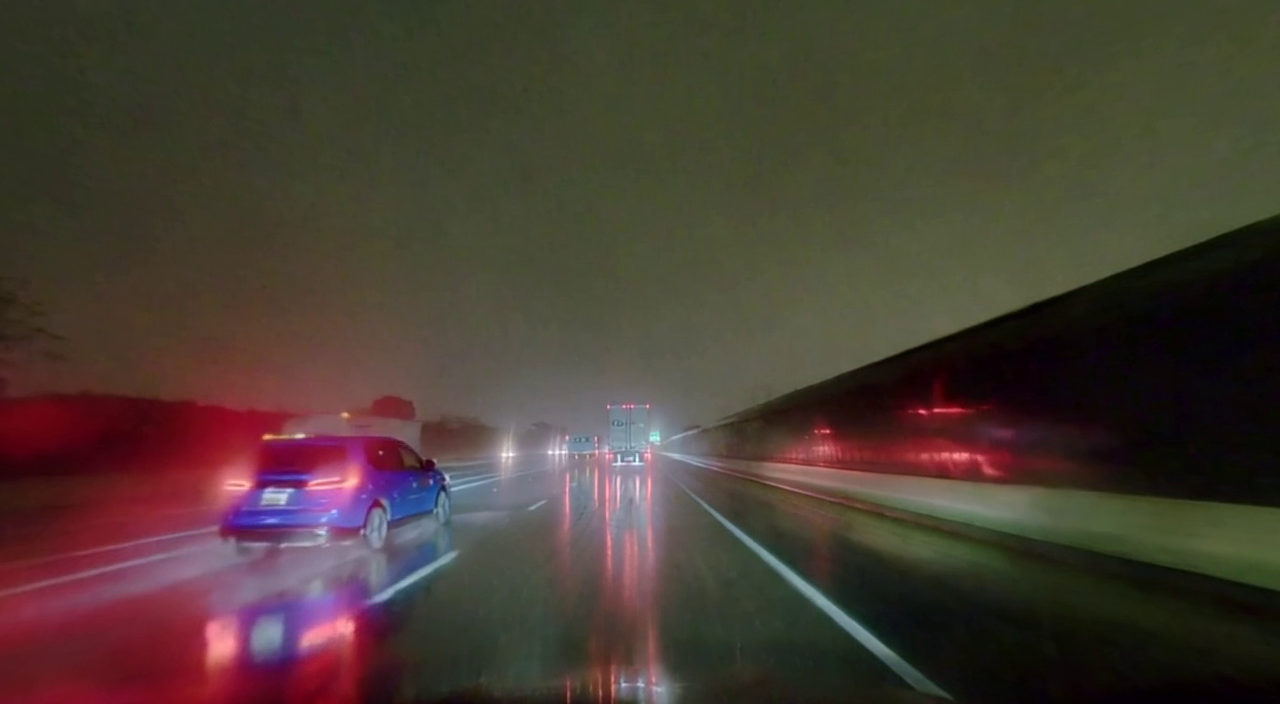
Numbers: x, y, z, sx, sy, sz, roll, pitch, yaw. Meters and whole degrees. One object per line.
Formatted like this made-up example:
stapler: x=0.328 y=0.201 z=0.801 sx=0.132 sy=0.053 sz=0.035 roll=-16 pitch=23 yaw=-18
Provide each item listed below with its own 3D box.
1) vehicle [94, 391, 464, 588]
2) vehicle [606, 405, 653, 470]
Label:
vehicle: x=-4.305 y=1.760 z=8.883 sx=2.226 sy=1.935 sz=5.130 roll=0 pitch=-9 yaw=-1
vehicle: x=-0.726 y=6.088 z=44.125 sx=2.923 sy=4.007 sz=9.760 roll=0 pitch=-9 yaw=-1
